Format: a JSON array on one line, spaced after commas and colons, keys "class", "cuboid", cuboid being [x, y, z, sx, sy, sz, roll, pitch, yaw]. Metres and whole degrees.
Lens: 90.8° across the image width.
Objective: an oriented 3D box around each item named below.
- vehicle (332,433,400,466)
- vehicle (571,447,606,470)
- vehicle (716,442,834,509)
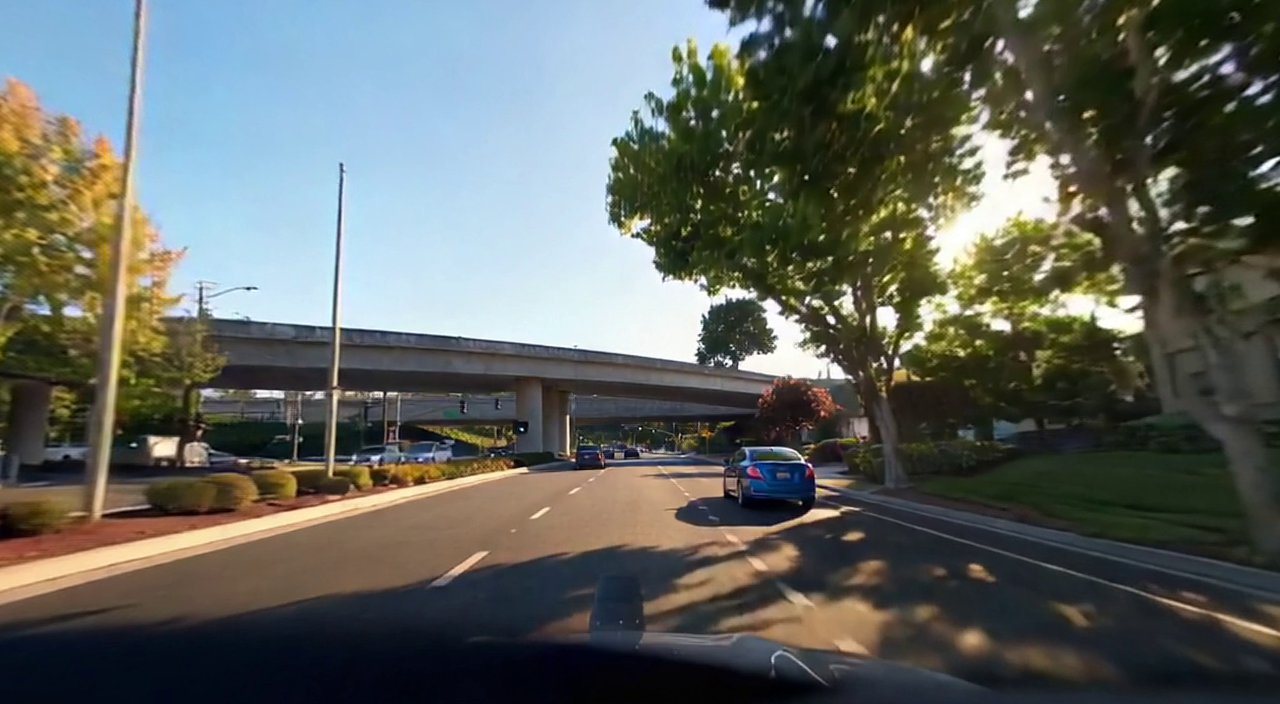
[{"class": "vehicle", "cuboid": [-17.290, 6.116, 40.180, 2.148, 1.901, 4.955, 0, -7, 0]}, {"class": "vehicle", "cuboid": [-3.564, 7.406, 44.255, 2.041, 1.460, 4.036, 0, -8, 1]}, {"class": "vehicle", "cuboid": [3.375, 3.154, 16.704, 2.068, 1.497, 4.247, 0, -8, -1]}]
